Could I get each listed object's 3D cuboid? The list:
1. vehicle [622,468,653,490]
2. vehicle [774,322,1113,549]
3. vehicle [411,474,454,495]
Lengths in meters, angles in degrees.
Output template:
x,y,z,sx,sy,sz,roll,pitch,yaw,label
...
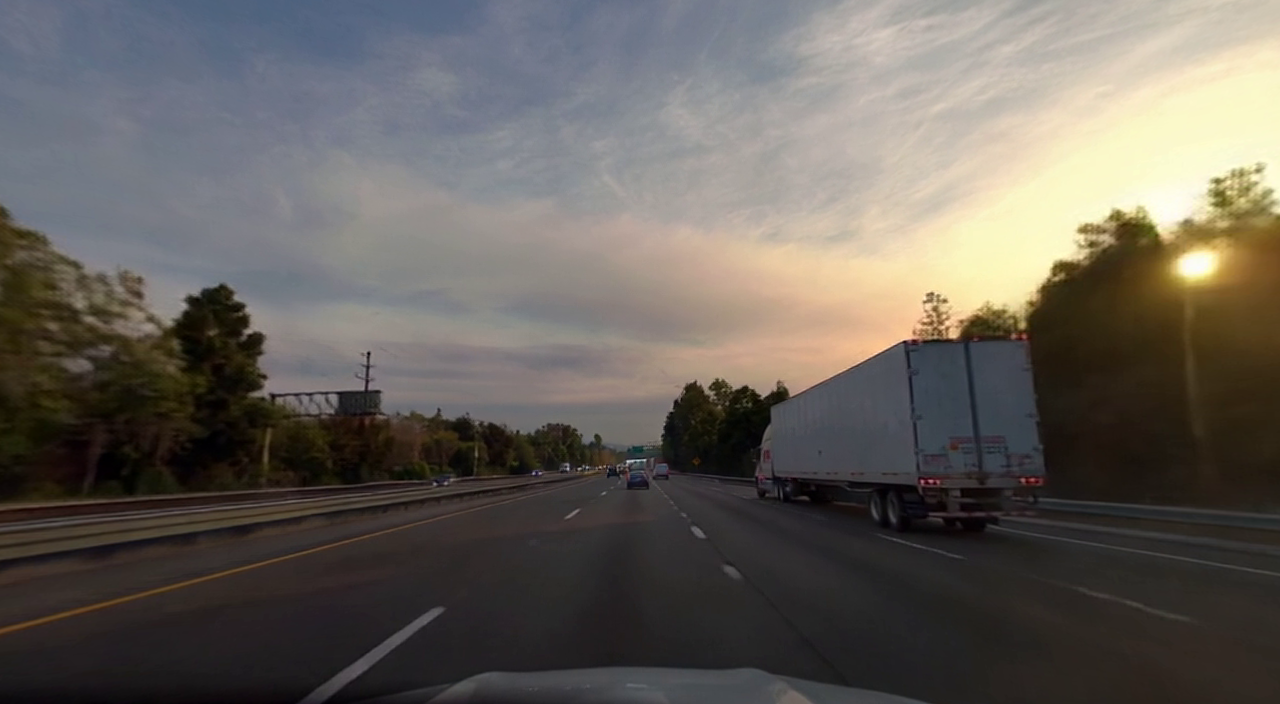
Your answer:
x,y,z,sx,sy,sz,roll,pitch,yaw,label
-0.185,8.900,44.242,2.029,1.459,3.684,1,-11,0,vehicle
6.869,2.710,18.270,2.926,4.073,13.836,1,-11,0,vehicle
-15.758,10.068,48.029,1.840,1.425,4.145,1,-11,1,vehicle
